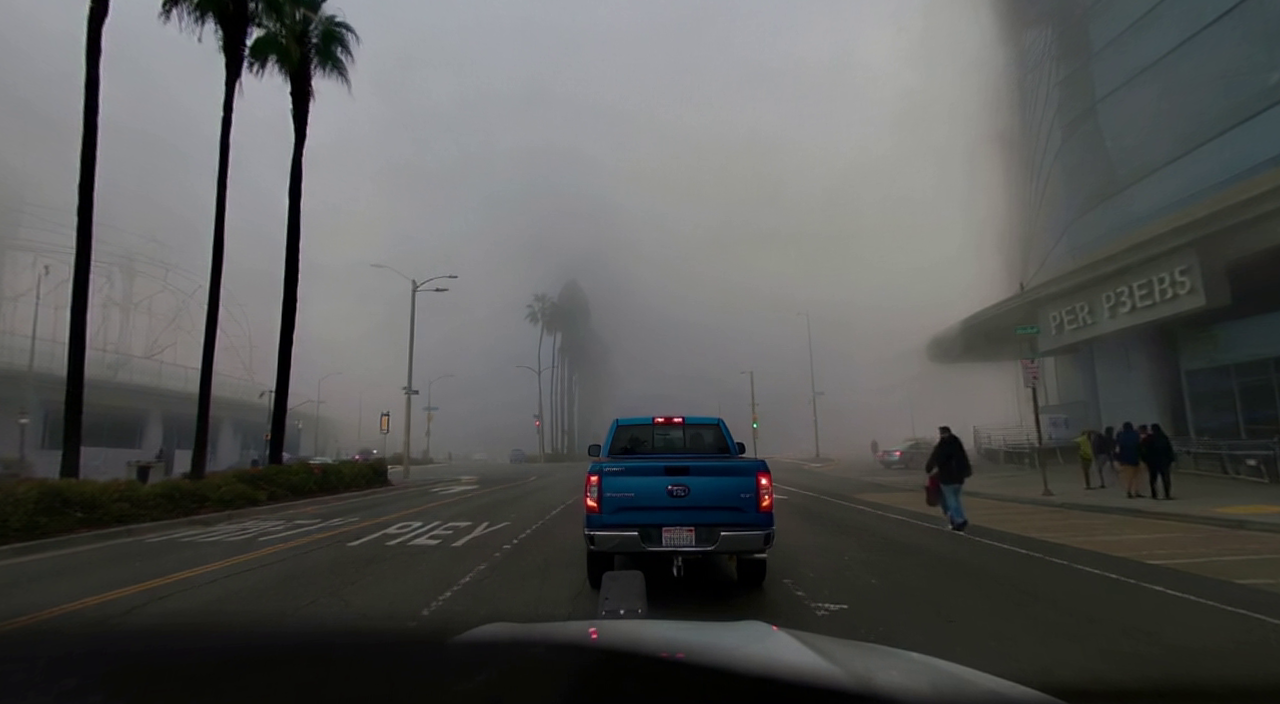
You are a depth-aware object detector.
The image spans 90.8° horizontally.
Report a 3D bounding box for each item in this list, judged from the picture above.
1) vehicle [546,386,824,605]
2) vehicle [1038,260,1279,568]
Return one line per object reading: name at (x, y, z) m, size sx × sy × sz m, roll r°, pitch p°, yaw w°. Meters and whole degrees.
vehicle at (0.403, 1.589, 7.980) m, size 2.311 × 1.819 × 5.255 m, roll 0°, pitch -8°, yaw 1°
vehicle at (7.903, 0.871, 8.599) m, size 2.666 × 3.345 × 3.622 m, roll -1°, pitch -9°, yaw 7°
